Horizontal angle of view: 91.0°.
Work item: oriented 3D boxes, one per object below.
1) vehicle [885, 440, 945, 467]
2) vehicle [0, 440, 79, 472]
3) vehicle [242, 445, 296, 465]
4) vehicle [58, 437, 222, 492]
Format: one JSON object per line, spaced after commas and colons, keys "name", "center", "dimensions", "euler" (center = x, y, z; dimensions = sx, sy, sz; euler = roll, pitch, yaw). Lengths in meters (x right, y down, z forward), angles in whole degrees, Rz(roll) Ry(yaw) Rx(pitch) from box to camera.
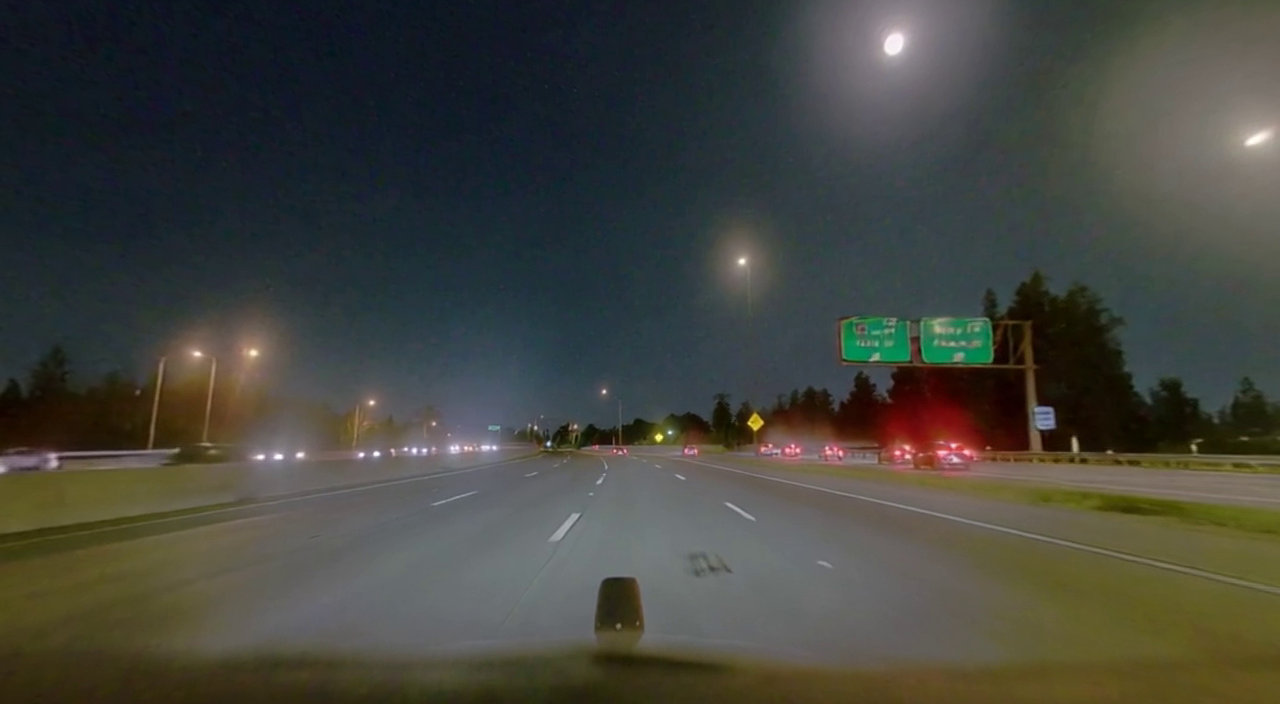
{"name": "vehicle", "center": [17.202, 6.390, 39.640], "dimensions": [1.955, 1.607, 4.232], "euler": [0, -9, 1]}
{"name": "vehicle", "center": [-34.613, 5.850, 35.429], "dimensions": [1.918, 1.668, 4.607], "euler": [0, -9, -3]}
{"name": "vehicle", "center": [-29.132, 8.072, 49.588], "dimensions": [1.803, 1.485, 4.232], "euler": [0, -9, -2]}
{"name": "vehicle", "center": [-16.687, 3.779, 21.386], "dimensions": [1.900, 1.651, 4.421], "euler": [0, -9, 0]}
